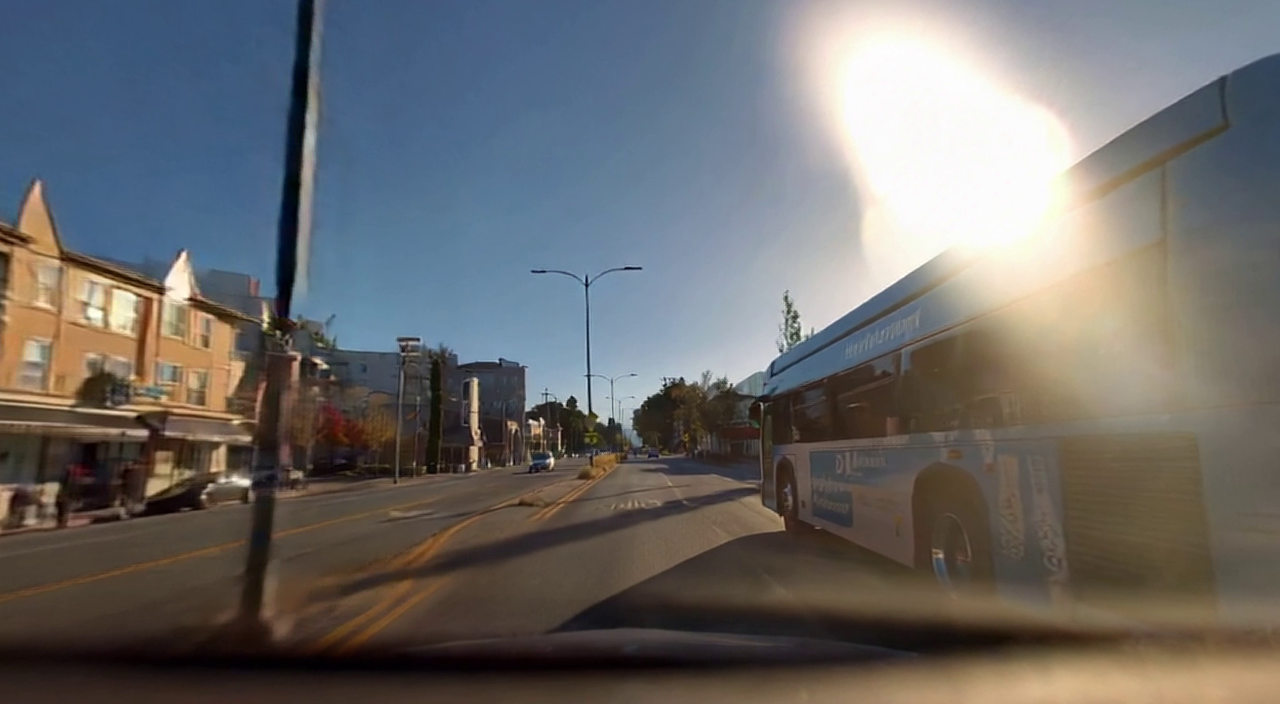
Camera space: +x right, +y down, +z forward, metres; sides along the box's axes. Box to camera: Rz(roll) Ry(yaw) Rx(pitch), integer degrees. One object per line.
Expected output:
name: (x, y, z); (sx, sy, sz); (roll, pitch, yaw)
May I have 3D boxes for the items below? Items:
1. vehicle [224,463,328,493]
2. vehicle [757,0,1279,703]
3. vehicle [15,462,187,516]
vehicle: (-19.549, 6.760, 34.057); (4.409, 1.508, 1.803); (0, -9, -3)
vehicle: (4.043, 0.579, 5.918); (3.194, 3.345, 12.428); (0, -8, -2)
vehicle: (-19.285, 4.883, 22.784); (4.325, 1.777, 1.948); (0, -9, -1)
